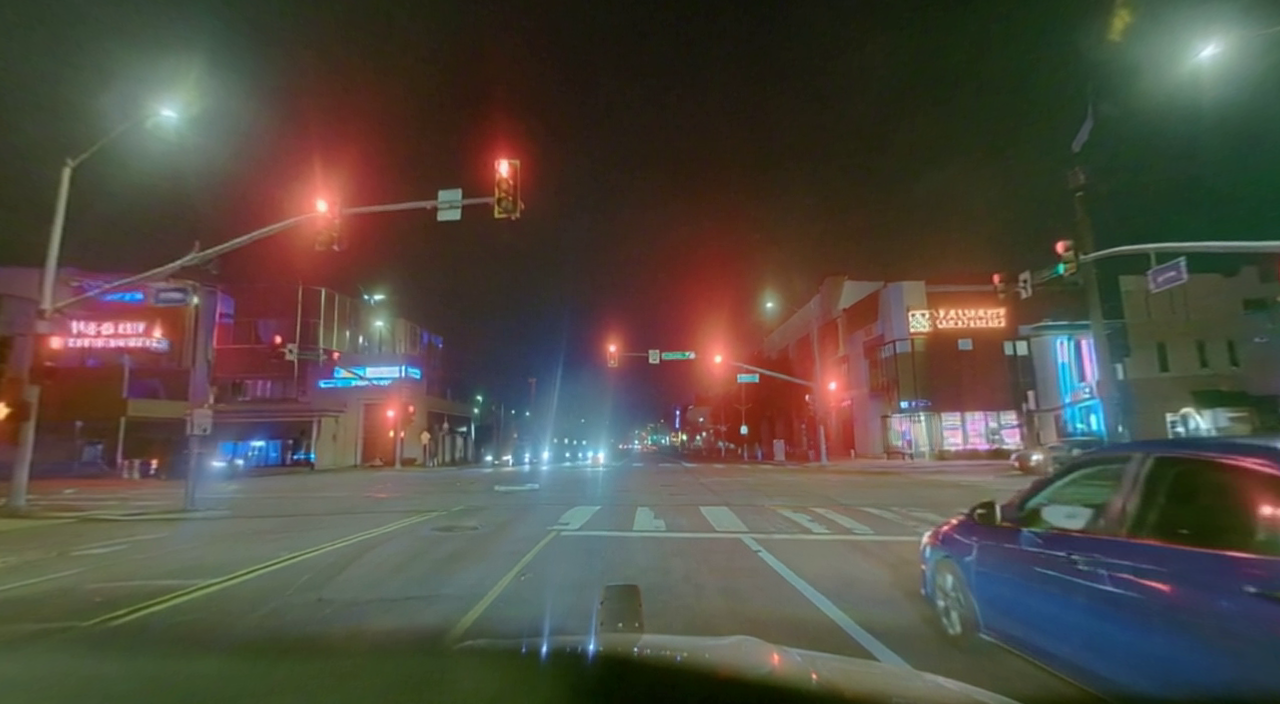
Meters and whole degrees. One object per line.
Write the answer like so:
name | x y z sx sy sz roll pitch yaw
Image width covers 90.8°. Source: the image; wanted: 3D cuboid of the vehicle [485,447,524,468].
vehicle | -10.398 8.112 48.803 2.106 1.505 4.228 0 -8 -1

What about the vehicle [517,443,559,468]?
vehicle | -7.280 7.428 45.460 2.181 1.703 4.512 0 -8 1

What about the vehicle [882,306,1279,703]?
vehicle | 2.928 0.822 2.596 2.049 1.691 4.447 0 -8 0

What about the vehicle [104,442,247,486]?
vehicle | -21.488 5.159 29.312 5.161 1.910 2.275 -2 -9 10
